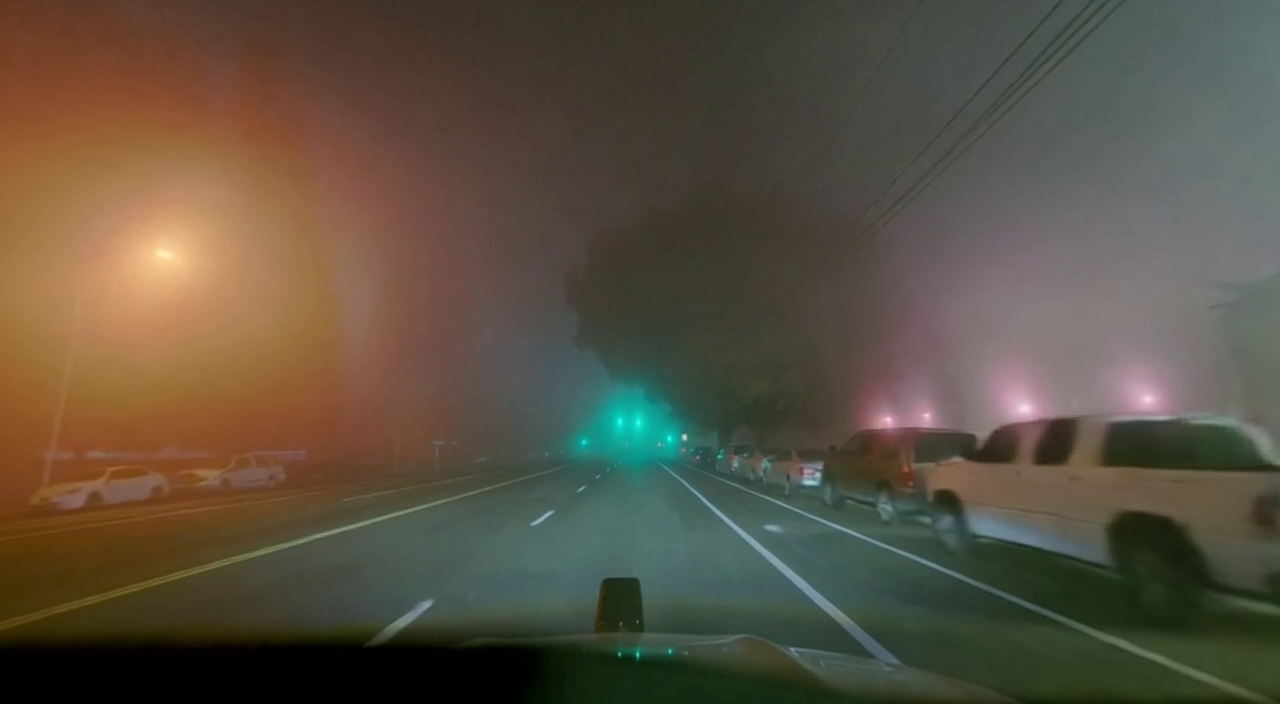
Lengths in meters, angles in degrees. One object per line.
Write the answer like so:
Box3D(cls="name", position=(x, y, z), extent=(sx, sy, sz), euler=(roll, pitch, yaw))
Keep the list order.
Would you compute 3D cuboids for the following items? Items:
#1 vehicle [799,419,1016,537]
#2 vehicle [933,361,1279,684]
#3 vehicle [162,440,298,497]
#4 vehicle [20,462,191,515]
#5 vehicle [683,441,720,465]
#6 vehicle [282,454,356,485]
Box3D(cls="vehicle", position=(4.468, 2.175, 11.514), extent=(1.889, 1.697, 4.557), euler=(0, -9, -1))
Box3D(cls="vehicle", position=(4.514, 1.205, 5.225), extent=(1.926, 1.778, 4.568), euler=(0, -9, 0))
Box3D(cls="vehicle", position=(-17.819, 5.068, 27.936), extent=(2.360, 2.225, 5.385), euler=(0, -9, 0))
Box3D(cls="vehicle", position=(-17.788, 4.530, 21.382), extent=(1.921, 1.480, 4.392), euler=(0, -9, 0))
Box3D(cls="vehicle", position=(4.463, 7.432, 46.602), extent=(2.154, 1.718, 4.980), euler=(0, -9, -1))
Box3D(cls="vehicle", position=(-17.770, 6.508, 35.236), extent=(1.871, 1.596, 4.114), euler=(-1, -9, 2))
